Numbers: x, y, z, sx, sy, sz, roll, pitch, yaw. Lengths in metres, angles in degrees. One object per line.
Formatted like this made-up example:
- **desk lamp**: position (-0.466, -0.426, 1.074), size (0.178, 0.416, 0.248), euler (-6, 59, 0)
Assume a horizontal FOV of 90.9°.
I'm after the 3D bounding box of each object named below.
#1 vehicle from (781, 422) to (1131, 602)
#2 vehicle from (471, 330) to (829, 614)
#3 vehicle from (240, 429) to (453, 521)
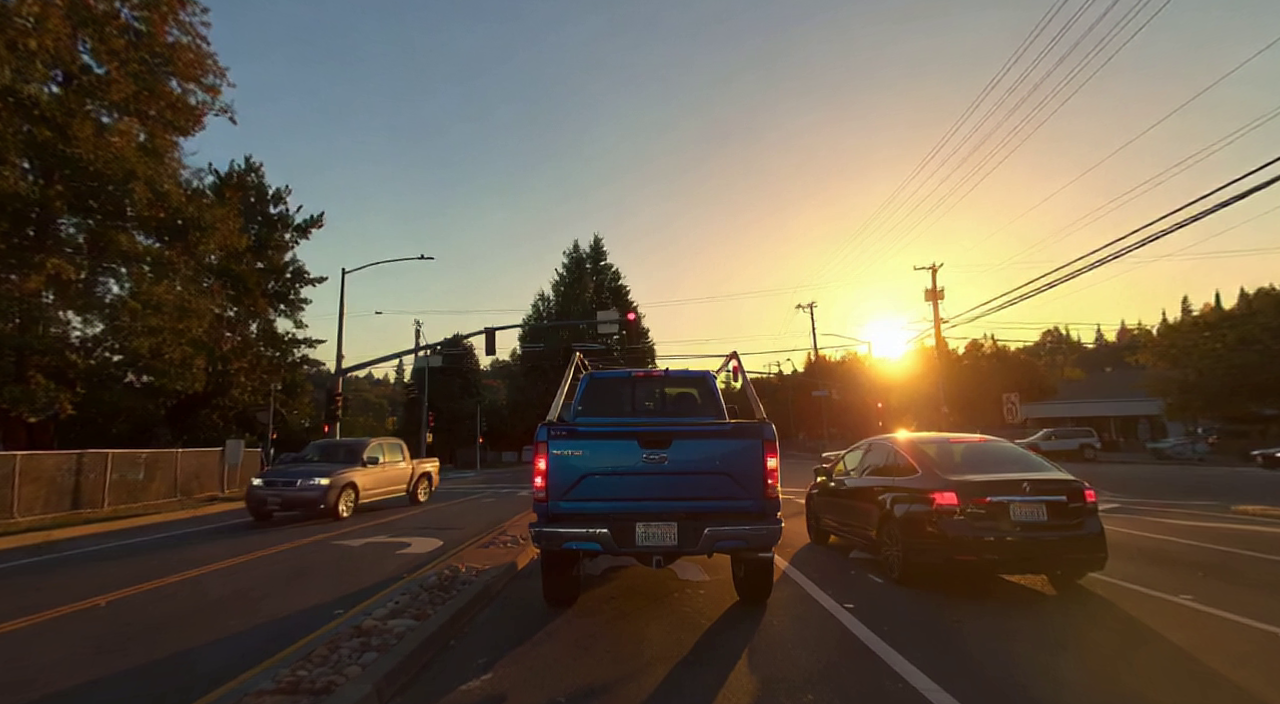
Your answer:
- **vehicle**: position (3.105, 1.644, 7.372), size (1.993, 1.495, 4.060), euler (0, -8, 0)
- **vehicle**: position (0.098, 1.395, 8.201), size (2.831, 2.284, 6.149), euler (0, -8, 0)
- **vehicle**: position (-7.223, 3.064, 16.427), size (2.455, 1.971, 5.329), euler (-1, -9, 7)
